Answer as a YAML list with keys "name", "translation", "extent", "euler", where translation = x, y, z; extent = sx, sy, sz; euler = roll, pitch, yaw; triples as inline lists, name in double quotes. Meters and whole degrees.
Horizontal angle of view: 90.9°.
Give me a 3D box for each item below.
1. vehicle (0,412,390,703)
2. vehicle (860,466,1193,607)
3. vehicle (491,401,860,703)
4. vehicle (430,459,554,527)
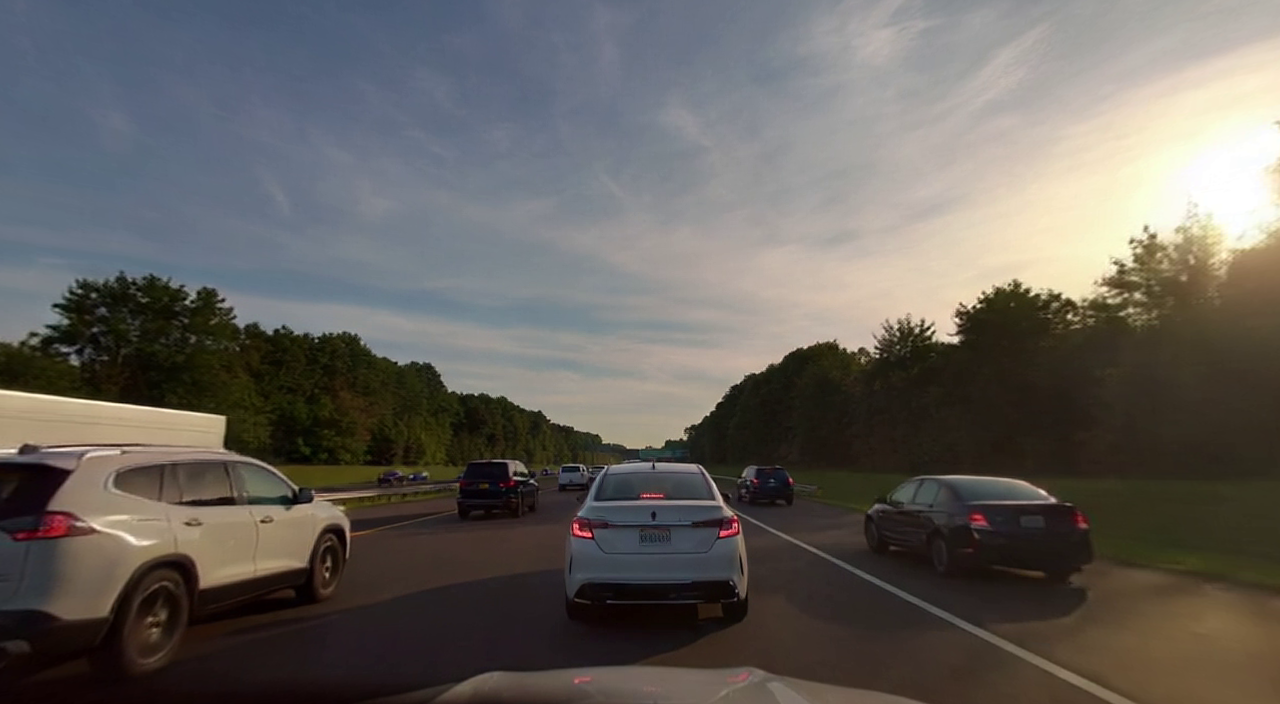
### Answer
- name: "vehicle"
  translation: [-3.920, 1.442, 5.064]
  extent: [1.994, 1.556, 4.263]
  euler: [1, -11, 1]
- name: "vehicle"
  translation: [4.686, 2.282, 8.602]
  extent: [1.870, 1.382, 4.287]
  euler: [1, -11, 1]
- name: "vehicle"
  translation: [0.182, 1.536, 5.682]
  extent: [2.057, 1.725, 4.126]
  euler: [1, -11, -1]
- name: "vehicle"
  translation: [-3.681, 3.636, 16.695]
  extent: [1.960, 1.502, 4.593]
  euler: [0, -11, 3]
